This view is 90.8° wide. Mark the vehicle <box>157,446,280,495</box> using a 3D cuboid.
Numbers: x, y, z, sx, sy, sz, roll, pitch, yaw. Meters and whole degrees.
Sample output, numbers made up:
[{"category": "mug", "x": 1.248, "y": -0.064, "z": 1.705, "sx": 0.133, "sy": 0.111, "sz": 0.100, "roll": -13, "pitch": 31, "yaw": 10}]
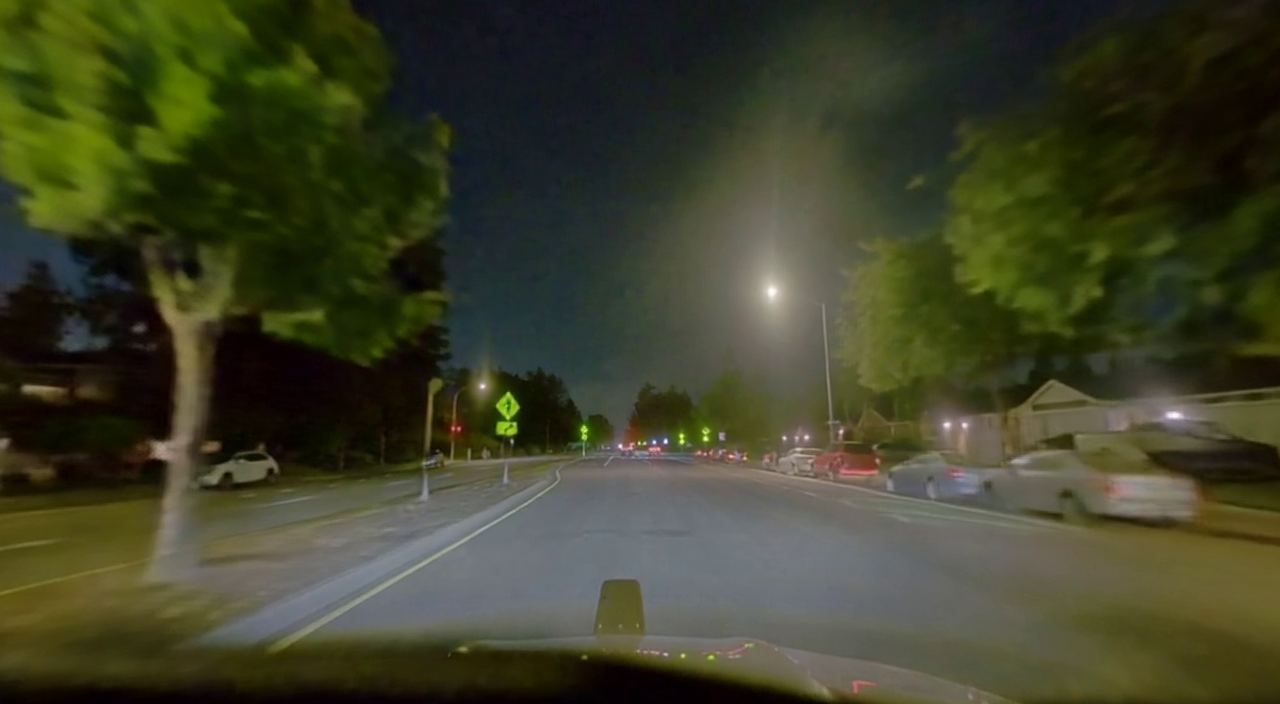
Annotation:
[{"category": "vehicle", "x": -18.151, "y": 5.068, "z": 27.623, "sx": 2.016, "sy": 1.755, "sz": 5.389, "roll": -3, "pitch": -8, "yaw": -4}]

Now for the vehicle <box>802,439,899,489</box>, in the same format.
[{"category": "vehicle", "x": 8.460, "y": 4.551, "z": 26.002, "sx": 2.100, "sy": 1.821, "sz": 4.991, "roll": 0, "pitch": -9, "yaw": -2}]

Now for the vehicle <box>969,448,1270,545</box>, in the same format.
[{"category": "vehicle", "x": 9.032, "y": 2.704, "z": 12.685, "sx": 2.009, "sy": 1.493, "sz": 4.983, "roll": 0, "pitch": -9, "yaw": -2}]
